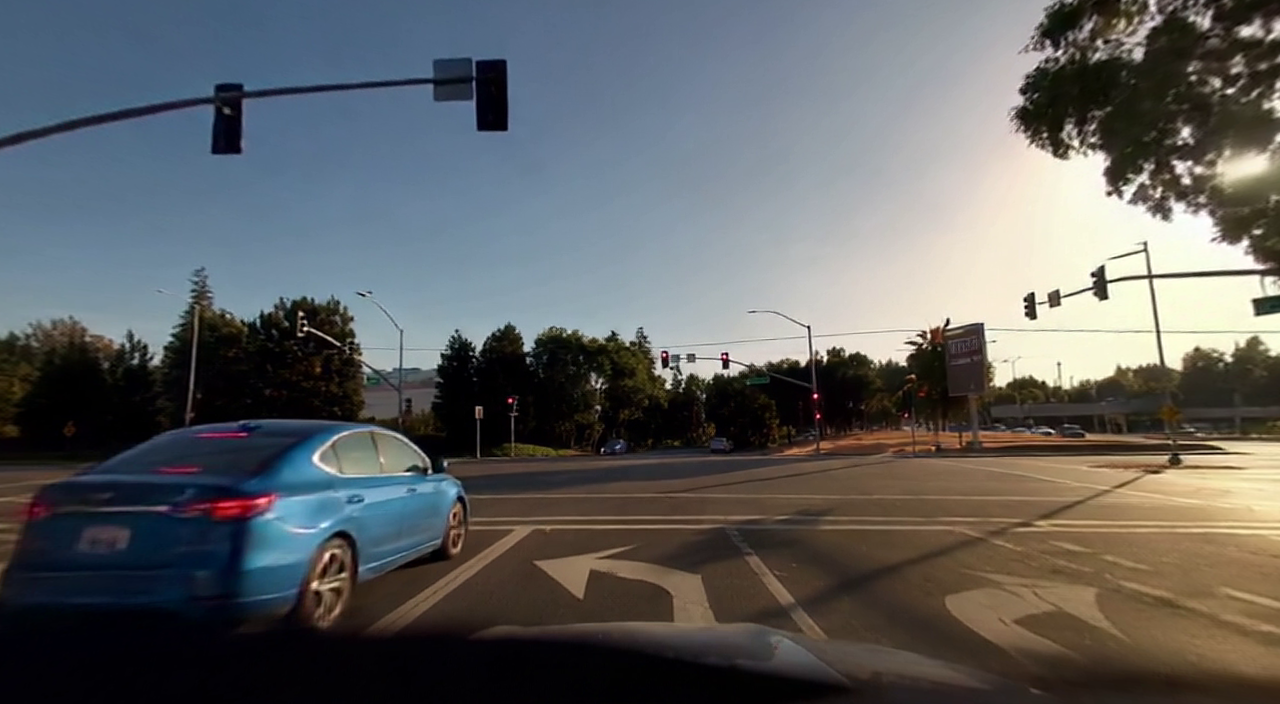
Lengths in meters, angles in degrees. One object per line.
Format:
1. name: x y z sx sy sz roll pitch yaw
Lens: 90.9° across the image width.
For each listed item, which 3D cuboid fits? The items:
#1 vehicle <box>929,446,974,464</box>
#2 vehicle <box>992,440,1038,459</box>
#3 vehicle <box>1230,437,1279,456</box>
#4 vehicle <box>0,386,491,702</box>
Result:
1. vehicle: 24.380 8.046 49.431 1.633 1.324 3.449 1 -8 -2
2. vehicle: 29.715 7.753 49.999 1.662 1.440 3.583 -1 -8 6
3. vehicle: 48.120 7.330 48.840 1.574 1.369 3.611 -1 -7 6
4. vehicle: -2.899 1.264 5.316 2.055 1.573 4.065 -1 -8 4
